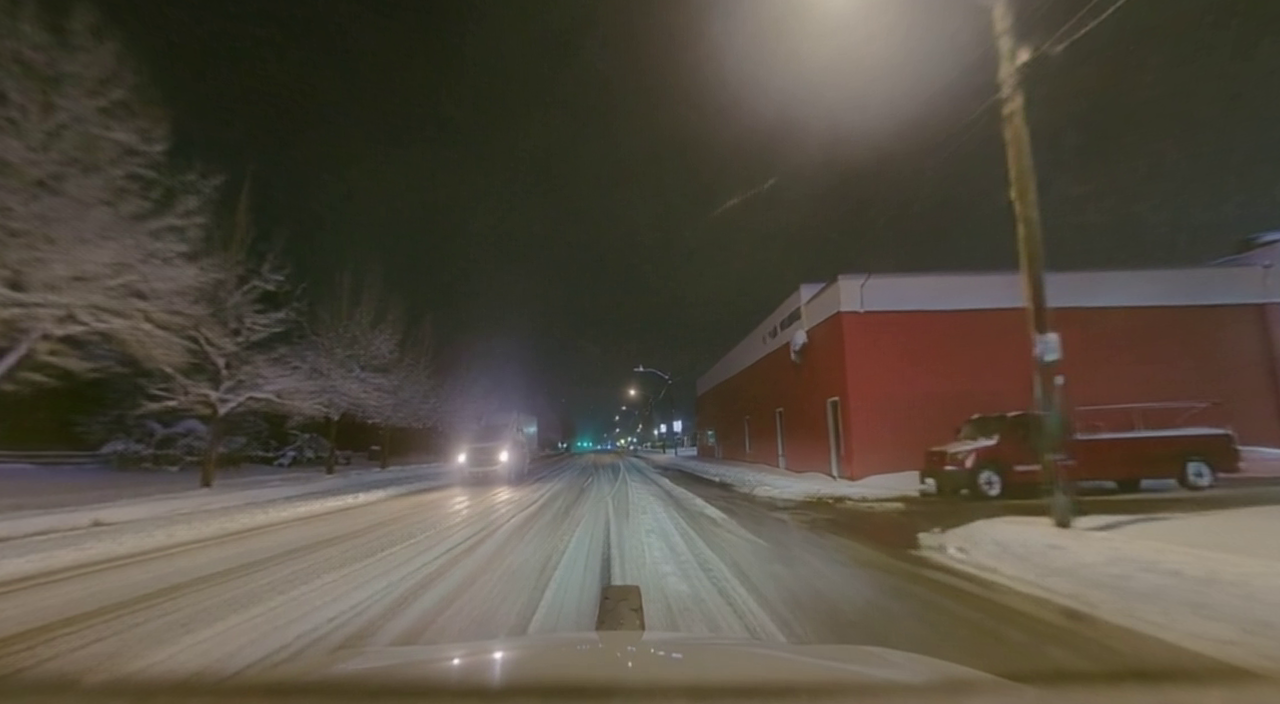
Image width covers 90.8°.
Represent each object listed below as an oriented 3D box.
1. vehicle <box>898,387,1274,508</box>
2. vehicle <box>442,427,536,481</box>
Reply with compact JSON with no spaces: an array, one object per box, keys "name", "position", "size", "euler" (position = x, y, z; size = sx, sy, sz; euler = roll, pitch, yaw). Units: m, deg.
[{"name":"vehicle","position":[10.429,2.277,15.250],"size":[7.188,2.416,2.528],"euler":[-1,-9,-4]},{"name":"vehicle","position":[-6.508,4.500,28.222],"size":[2.770,2.135,6.329],"euler":[0,-8,-2]}]
